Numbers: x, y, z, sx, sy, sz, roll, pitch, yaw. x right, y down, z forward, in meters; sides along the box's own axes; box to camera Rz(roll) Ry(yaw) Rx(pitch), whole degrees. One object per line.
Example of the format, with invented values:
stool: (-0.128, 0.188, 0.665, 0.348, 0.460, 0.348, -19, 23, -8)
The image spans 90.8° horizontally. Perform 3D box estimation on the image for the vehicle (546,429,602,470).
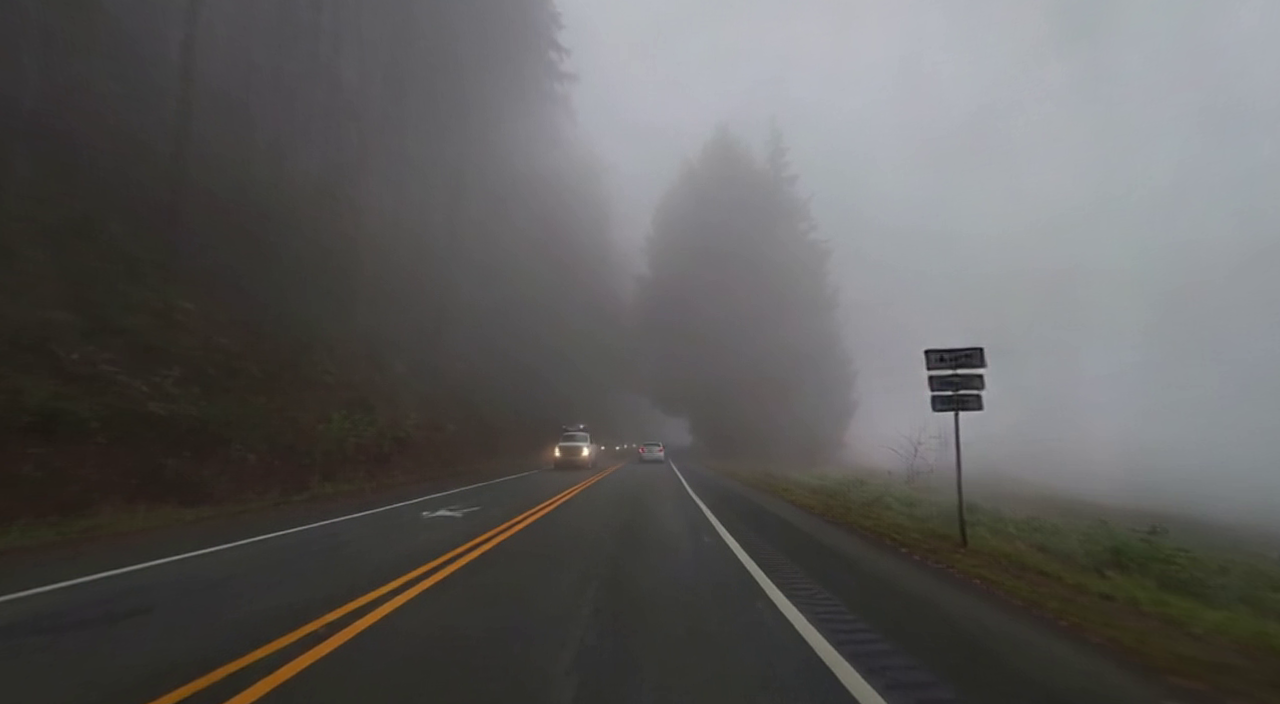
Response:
vehicle: (-3.730, 5.693, 37.003, 2.479, 2.208, 5.780, 0, -9, 2)

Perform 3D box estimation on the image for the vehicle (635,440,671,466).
vehicle: (0.815, 6.133, 38.474, 2.067, 1.486, 3.861, 0, -9, 2)
